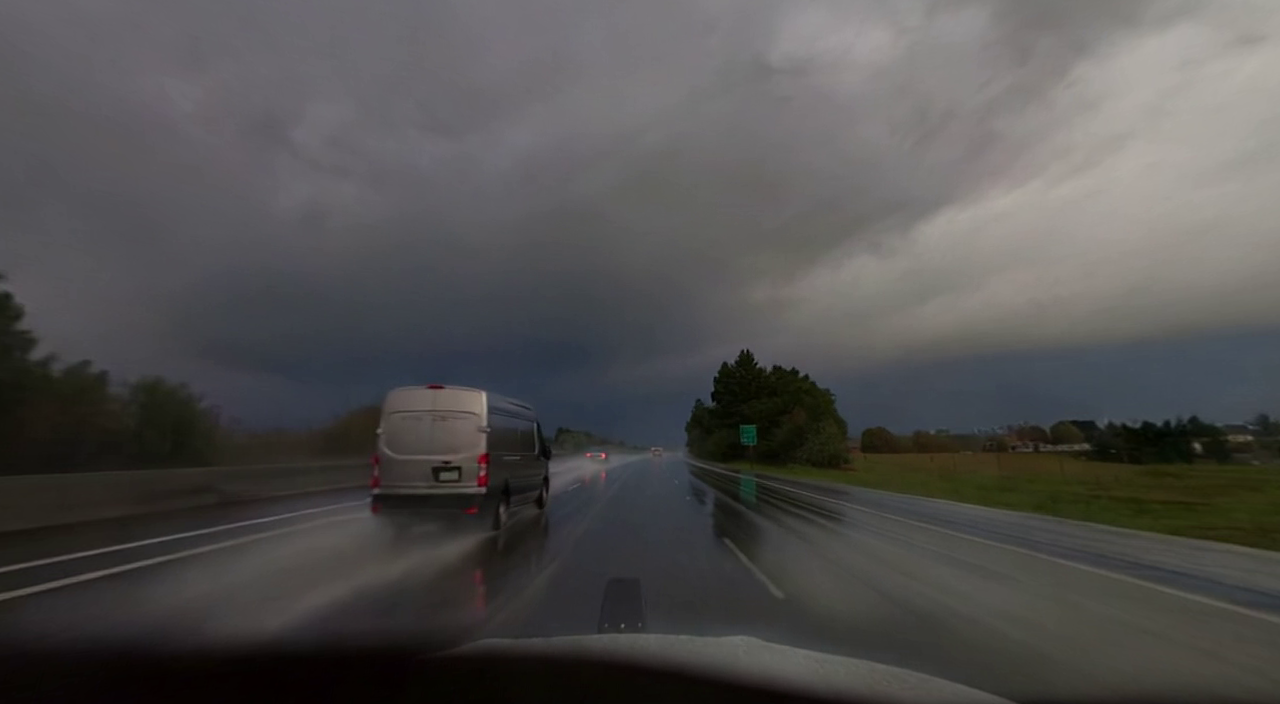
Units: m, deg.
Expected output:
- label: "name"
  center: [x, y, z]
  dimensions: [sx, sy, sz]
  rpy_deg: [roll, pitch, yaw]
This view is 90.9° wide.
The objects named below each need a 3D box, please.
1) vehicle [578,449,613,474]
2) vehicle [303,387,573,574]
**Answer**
- label: "vehicle"
  center: [-2.895, 7.254, 41.885]
  dimensions: [1.959, 1.571, 4.313]
  rpy_deg: [0, -9, 1]
- label: "vehicle"
  center: [-2.506, 1.806, 9.484]
  dimensions: [2.219, 2.033, 4.911]
  rpy_deg: [-1, -9, 3]
